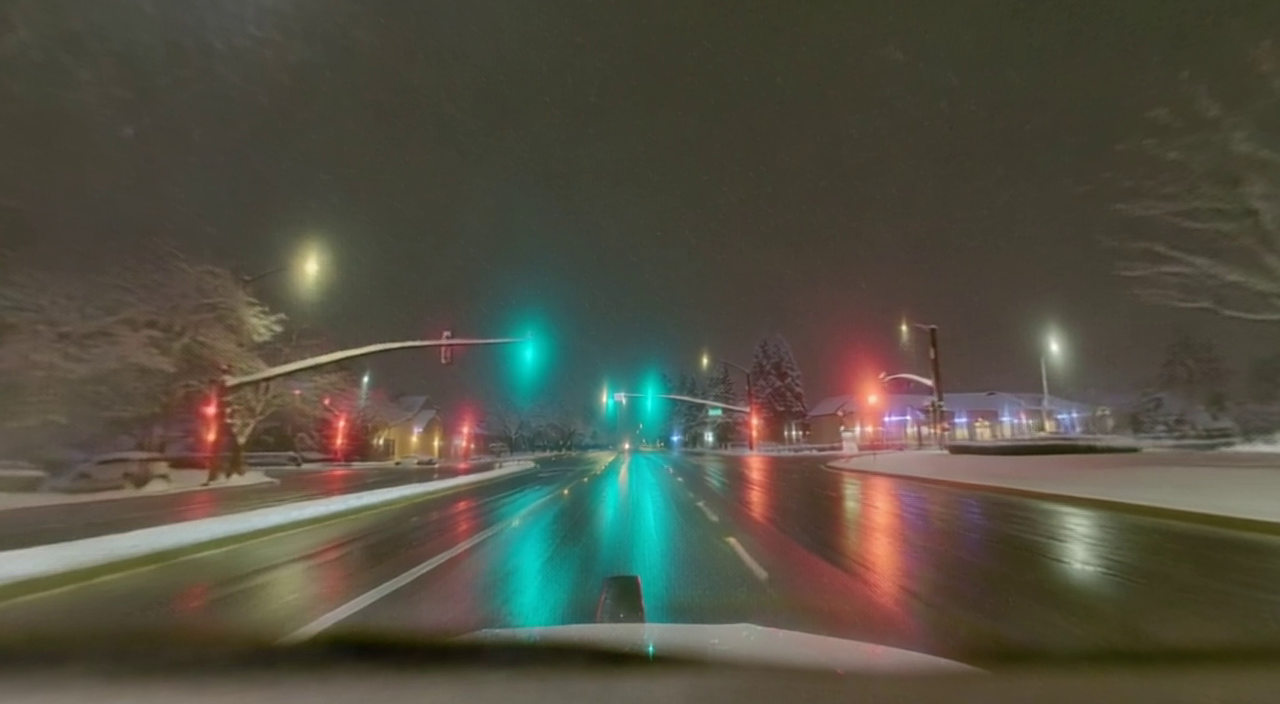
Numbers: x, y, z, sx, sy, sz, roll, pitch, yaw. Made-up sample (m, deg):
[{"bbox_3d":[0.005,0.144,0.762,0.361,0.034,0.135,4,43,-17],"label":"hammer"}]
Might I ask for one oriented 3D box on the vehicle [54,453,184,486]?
[{"bbox_3d":[-30.802,6.939,37.519,5.418,1.823,2.531,0,-9,-2],"label":"vehicle"}]
